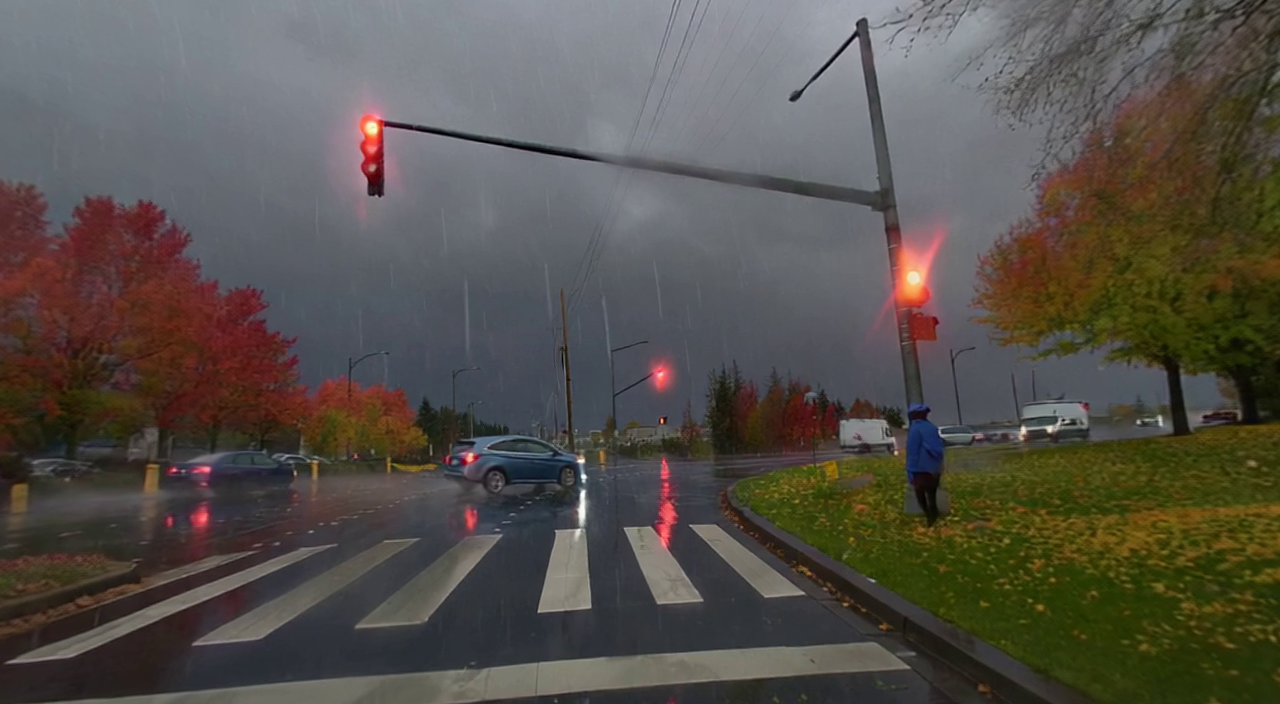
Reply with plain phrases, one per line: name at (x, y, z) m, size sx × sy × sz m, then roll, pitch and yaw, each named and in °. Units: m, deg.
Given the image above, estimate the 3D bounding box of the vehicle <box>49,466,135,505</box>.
vehicle at (-25.429, 6.152, 29.248) m, size 1.694 × 1.528 × 4.225 m, roll 3°, pitch -9°, yaw -23°

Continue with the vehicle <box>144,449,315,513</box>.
vehicle at (-12.250, 3.807, 18.967) m, size 1.832 × 1.674 × 3.805 m, roll -5°, pitch -10°, yaw 27°

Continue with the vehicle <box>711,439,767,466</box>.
vehicle at (7.001, 7.023, 43.942) m, size 1.867 × 1.743 × 4.259 m, roll -8°, pitch -11°, yaw 40°

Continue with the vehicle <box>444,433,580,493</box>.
vehicle at (-4.342, 3.808, 21.851) m, size 1.988 × 1.853 × 4.314 m, roll -7°, pitch -11°, yaw 38°
